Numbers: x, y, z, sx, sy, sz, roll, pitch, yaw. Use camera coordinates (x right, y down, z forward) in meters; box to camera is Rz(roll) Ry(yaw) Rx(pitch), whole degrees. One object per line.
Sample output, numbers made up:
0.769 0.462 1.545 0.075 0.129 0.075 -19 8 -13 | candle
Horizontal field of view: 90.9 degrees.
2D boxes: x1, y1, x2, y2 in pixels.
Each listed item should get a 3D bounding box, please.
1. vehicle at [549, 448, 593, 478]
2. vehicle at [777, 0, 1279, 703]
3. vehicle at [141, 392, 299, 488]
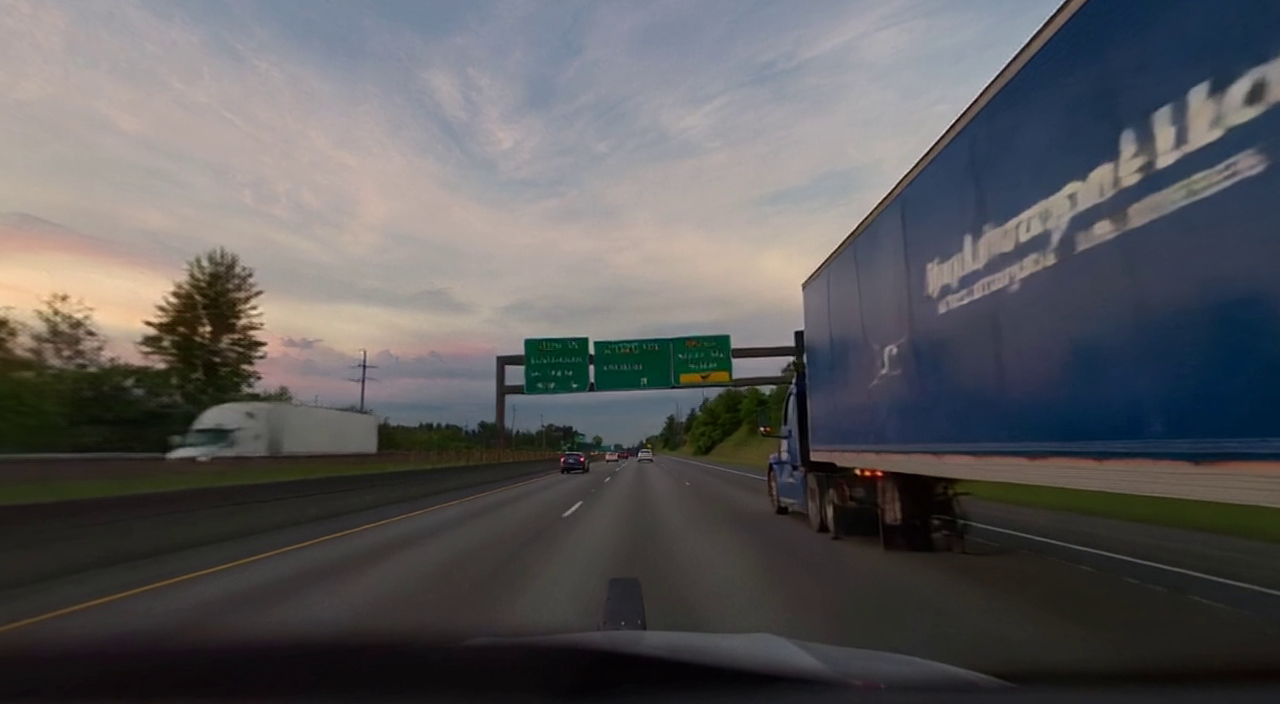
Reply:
-3.648 5.915 33.894 1.918 1.510 4.006 0 -9 0 | vehicle
4.229 0.054 4.808 3.025 4.005 14.010 0 -9 -1 | vehicle
-18.835 4.049 28.847 2.970 3.896 5.863 0 -9 0 | vehicle
